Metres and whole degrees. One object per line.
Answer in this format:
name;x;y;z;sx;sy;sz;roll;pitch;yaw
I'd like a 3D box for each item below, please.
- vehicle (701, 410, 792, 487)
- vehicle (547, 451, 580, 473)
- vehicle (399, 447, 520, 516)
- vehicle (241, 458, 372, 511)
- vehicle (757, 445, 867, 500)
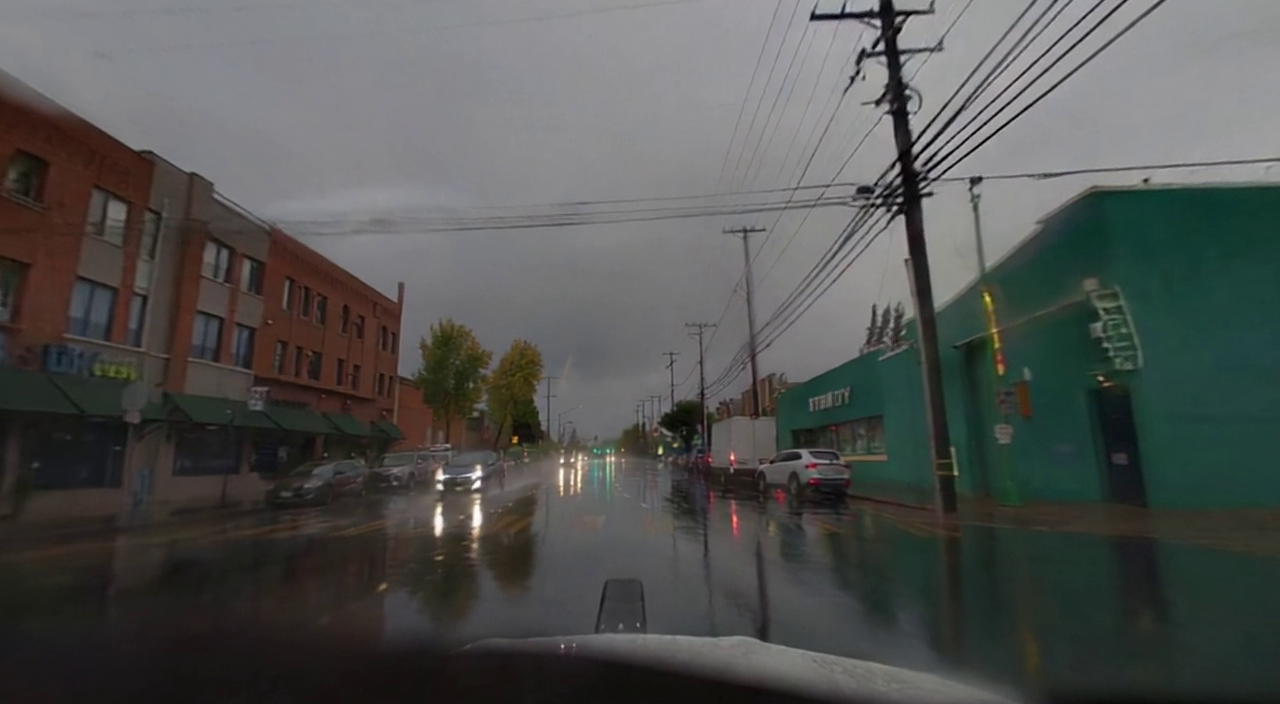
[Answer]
vehicle;4.849;4.615;30.452;2.815;3.203;7.558;0;-8;-2
vehicle;-5.517;7.977;46.146;1.925;1.479;4.444;0;-8;0
vehicle;-4.496;3.258;16.484;2.050;1.505;4.219;0;-8;-2
vehicle;-10.773;4.272;20.822;1.978;1.452;4.263;0;-8;0
vehicle;5.742;4.049;21.699;1.963;1.646;4.204;1;-8;-11
